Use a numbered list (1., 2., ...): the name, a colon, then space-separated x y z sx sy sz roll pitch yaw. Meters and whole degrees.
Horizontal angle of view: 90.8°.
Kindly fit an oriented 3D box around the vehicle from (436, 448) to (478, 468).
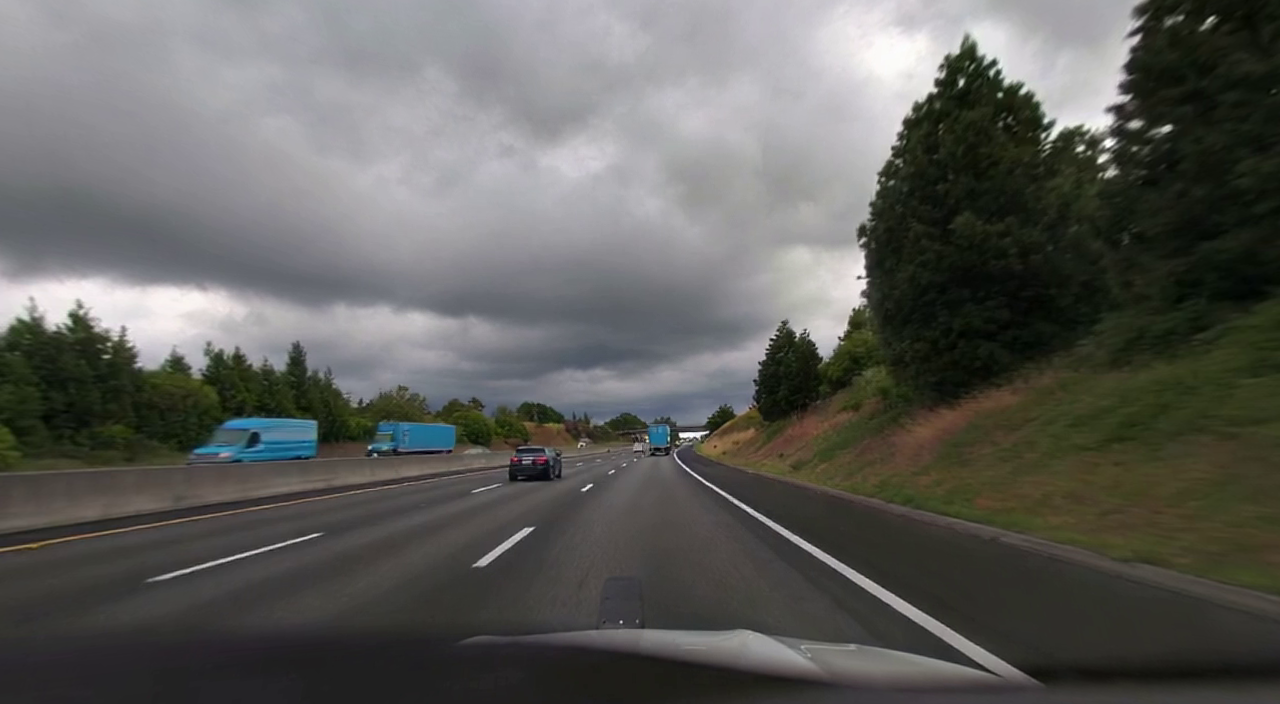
1. vehicle: -14.307 8.290 49.556 1.859 1.497 4.390 0 -9 2

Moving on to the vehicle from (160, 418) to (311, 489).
1. vehicle: -18.953 4.848 30.205 2.581 2.972 6.723 0 -9 1

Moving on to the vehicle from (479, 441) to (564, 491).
1. vehicle: -3.758 3.689 20.748 1.943 1.460 3.961 0 -9 1
